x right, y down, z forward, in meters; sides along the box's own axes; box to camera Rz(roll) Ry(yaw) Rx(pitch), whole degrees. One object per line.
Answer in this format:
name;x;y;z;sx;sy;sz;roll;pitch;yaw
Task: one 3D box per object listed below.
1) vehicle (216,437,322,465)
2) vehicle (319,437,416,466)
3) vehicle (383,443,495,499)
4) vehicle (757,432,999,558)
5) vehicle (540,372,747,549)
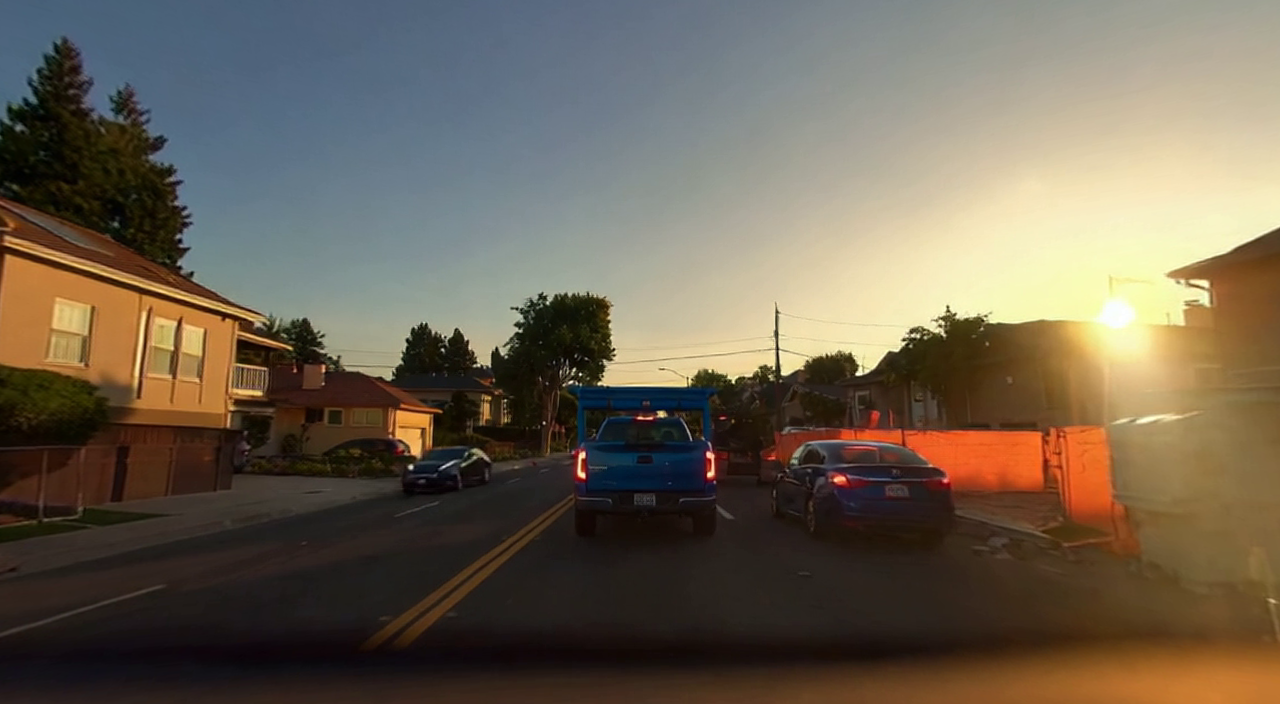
vehicle;-20.352;5.440;34.569;4.706;1.468;1.817;-1;-8;3
vehicle;-15.050;5.516;34.857;4.490;1.500;1.875;0;-8;-2
vehicle;-6.076;3.614;19.637;1.953;1.528;4.492;0;-8;1
vehicle;3.292;2.053;9.867;2.010;1.499;4.481;0;-8;-1
vehicle;0.085;1.906;11.654;2.751;2.361;6.347;0;-8;1
